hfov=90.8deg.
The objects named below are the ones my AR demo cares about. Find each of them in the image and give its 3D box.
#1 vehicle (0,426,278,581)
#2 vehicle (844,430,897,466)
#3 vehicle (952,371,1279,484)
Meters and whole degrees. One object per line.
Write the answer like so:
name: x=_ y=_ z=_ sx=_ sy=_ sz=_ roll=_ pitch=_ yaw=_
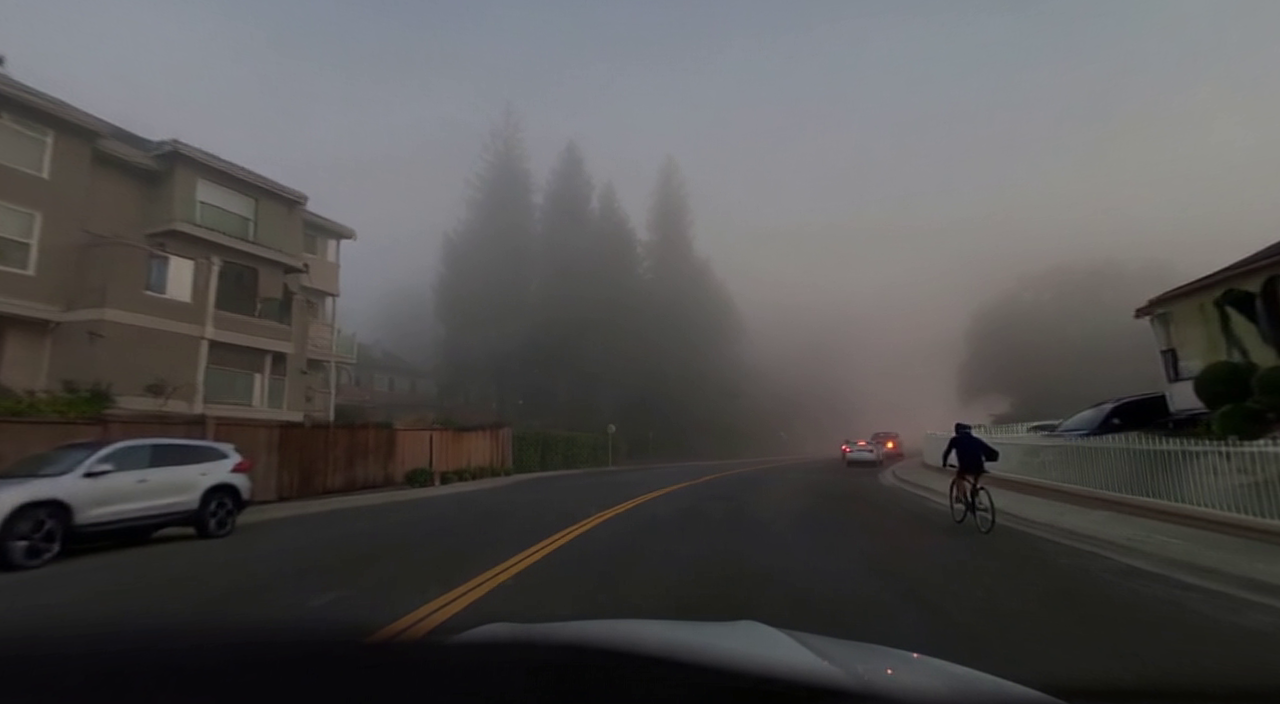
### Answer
vehicle: x=-7.630 y=1.962 z=8.960 sx=1.937 sy=1.670 sz=4.391 roll=-1 pitch=-9 yaw=8
vehicle: x=11.951 y=4.965 z=32.615 sx=2.105 sy=1.705 sz=4.392 roll=-4 pitch=-9 yaw=25
vehicle: x=11.372 y=1.890 z=15.397 sx=6.099 sy=1.973 sz=2.450 roll=-7 pitch=-9 yaw=9
